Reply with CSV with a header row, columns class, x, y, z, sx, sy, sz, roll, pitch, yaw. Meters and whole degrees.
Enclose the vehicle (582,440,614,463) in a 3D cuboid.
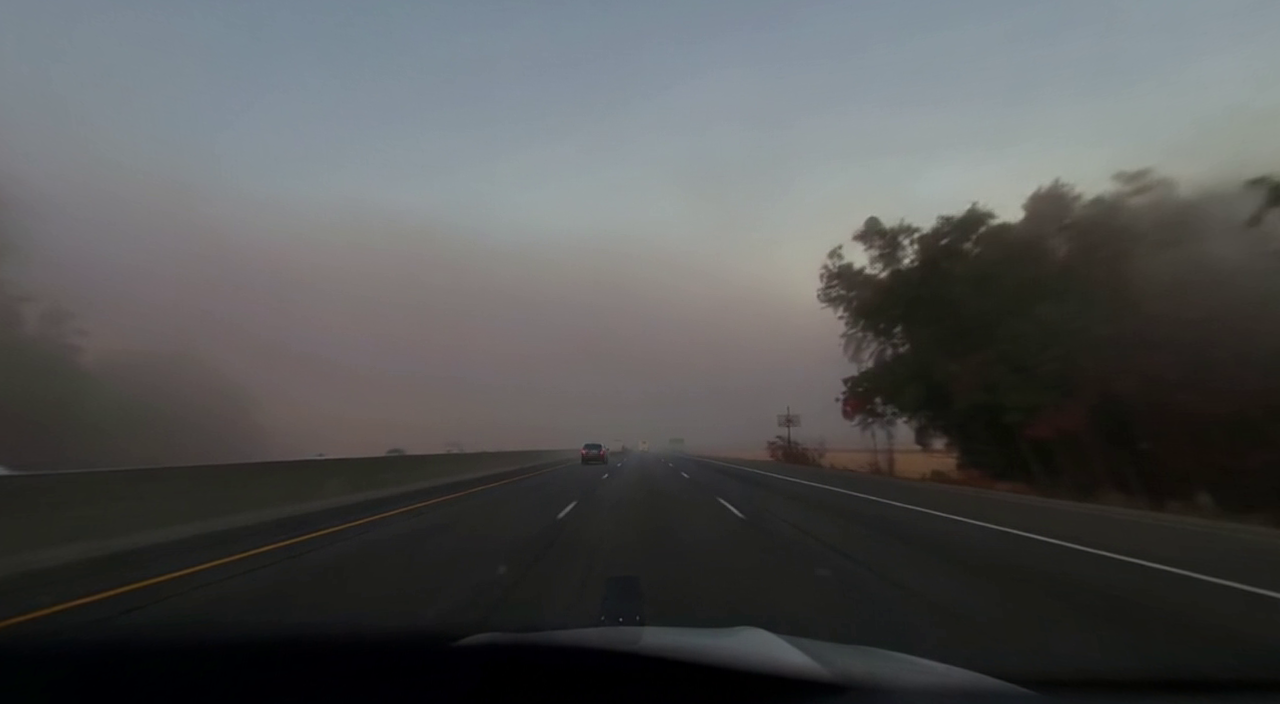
class,x,y,z,sx,sy,sz,roll,pitch,yaw
vehicle,-3.231,7.741,49.046,2.166,1.723,4.267,0,-9,1
